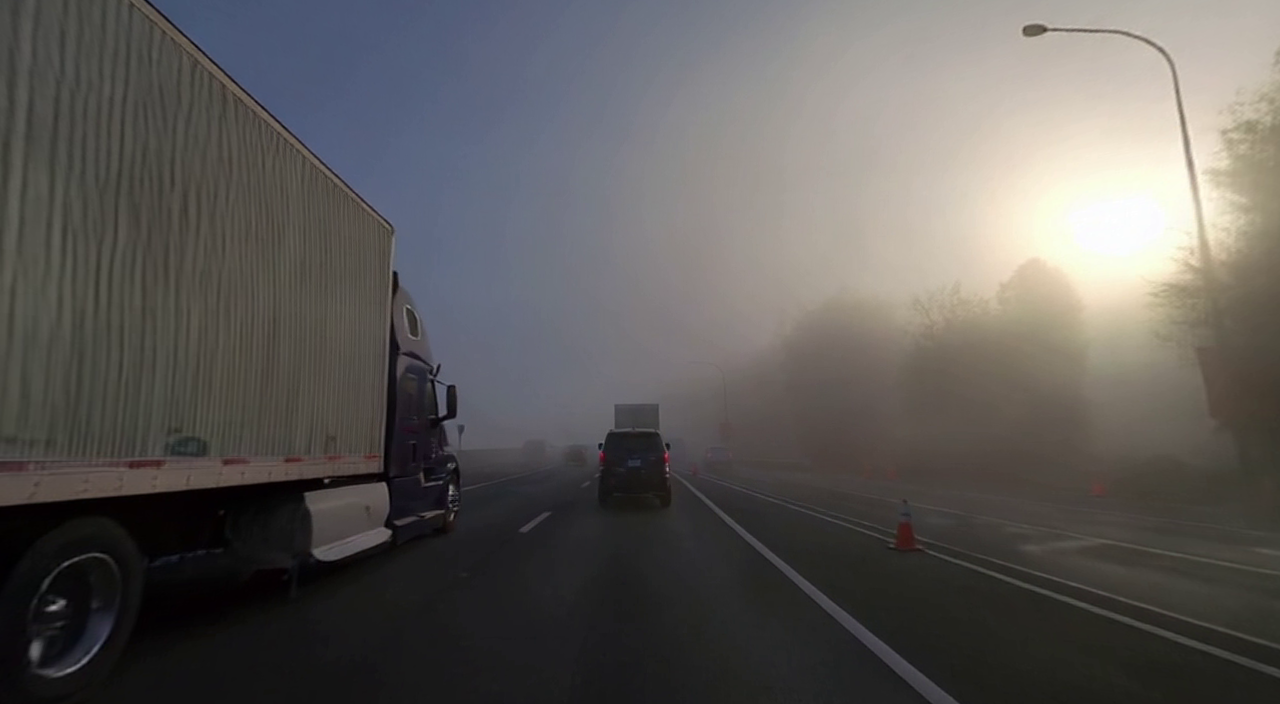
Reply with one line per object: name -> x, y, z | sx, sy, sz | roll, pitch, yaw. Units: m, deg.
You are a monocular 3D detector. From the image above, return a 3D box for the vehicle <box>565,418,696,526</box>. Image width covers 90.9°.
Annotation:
vehicle -> -0.179, 2.284, 12.462 | 2.152, 1.779, 3.924 | 0, -9, -1

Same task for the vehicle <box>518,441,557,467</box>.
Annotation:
vehicle -> -7.103, 7.088, 44.121 | 1.950, 1.716, 4.436 | 0, -9, 1

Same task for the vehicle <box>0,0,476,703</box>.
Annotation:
vehicle -> -3.816, 0.163, 4.451 | 2.990, 3.885, 8.243 | 0, -9, 0

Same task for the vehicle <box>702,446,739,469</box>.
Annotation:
vehicle -> 5.519, 7.268, 43.808 | 1.918, 1.479, 4.571 | 0, -9, -1
